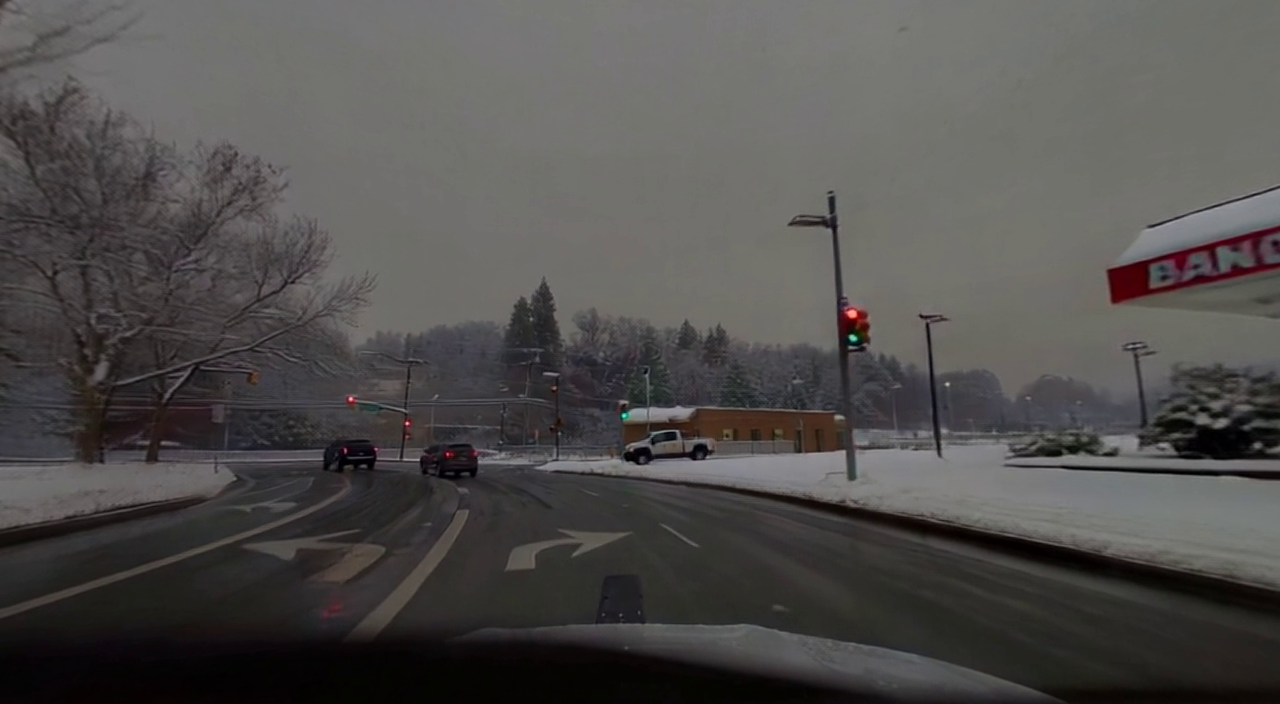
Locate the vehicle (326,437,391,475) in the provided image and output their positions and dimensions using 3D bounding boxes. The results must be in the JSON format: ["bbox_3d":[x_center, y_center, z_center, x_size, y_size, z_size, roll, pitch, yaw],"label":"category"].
[{"bbox_3d":[-16.338,5.970,36.404,2.254,2.006,4.766,7,-11,-37],"label":"vehicle"}]

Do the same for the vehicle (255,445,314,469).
[{"bbox_3d":[-26.346,7.750,46.648,4.546,1.650,1.940,-6,-11,35],"label":"vehicle"}]

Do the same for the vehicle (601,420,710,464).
[{"bbox_3d":[1.166,6.851,47.729,7.741,3.106,2.906,-4,-10,26],"label":"vehicle"}]

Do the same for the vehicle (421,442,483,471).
[{"bbox_3d":[-12.783,7.046,42.658,2.202,1.822,4.826,7,-11,-39],"label":"vehicle"}]
